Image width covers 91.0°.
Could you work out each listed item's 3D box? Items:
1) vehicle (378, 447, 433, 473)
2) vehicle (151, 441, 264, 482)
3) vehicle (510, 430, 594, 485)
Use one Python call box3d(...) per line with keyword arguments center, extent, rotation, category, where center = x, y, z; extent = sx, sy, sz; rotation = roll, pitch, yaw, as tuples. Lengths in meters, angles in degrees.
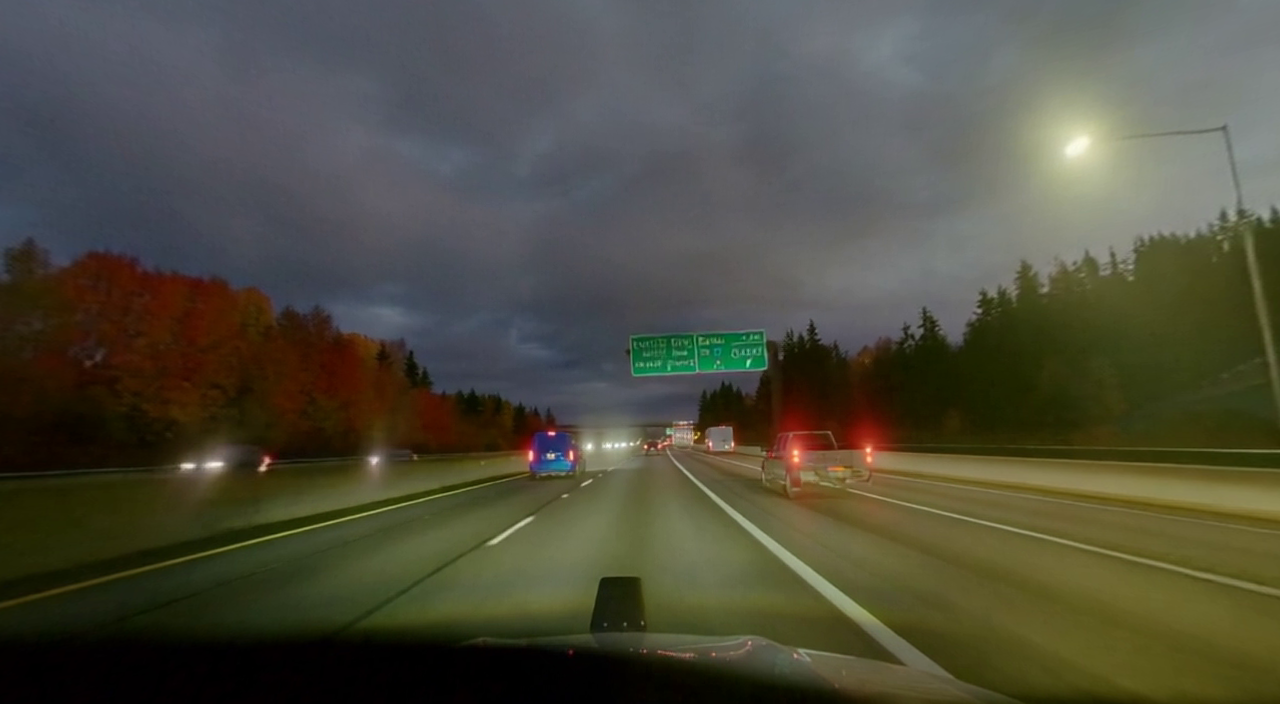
box3d(center=(-15.325, 7.069, 41.403), extent=(1.870, 1.542, 4.271), rotation=(0, -8, 1), category="vehicle")
box3d(center=(-23.311, 5.894, 34.231), extent=(2.175, 2.021, 5.334), rotation=(-1, -8, 2), category="vehicle")
box3d(center=(-2.964, 3.659, 22.187), extent=(2.177, 1.707, 4.432), rotation=(-1, -8, 2), category="vehicle")
